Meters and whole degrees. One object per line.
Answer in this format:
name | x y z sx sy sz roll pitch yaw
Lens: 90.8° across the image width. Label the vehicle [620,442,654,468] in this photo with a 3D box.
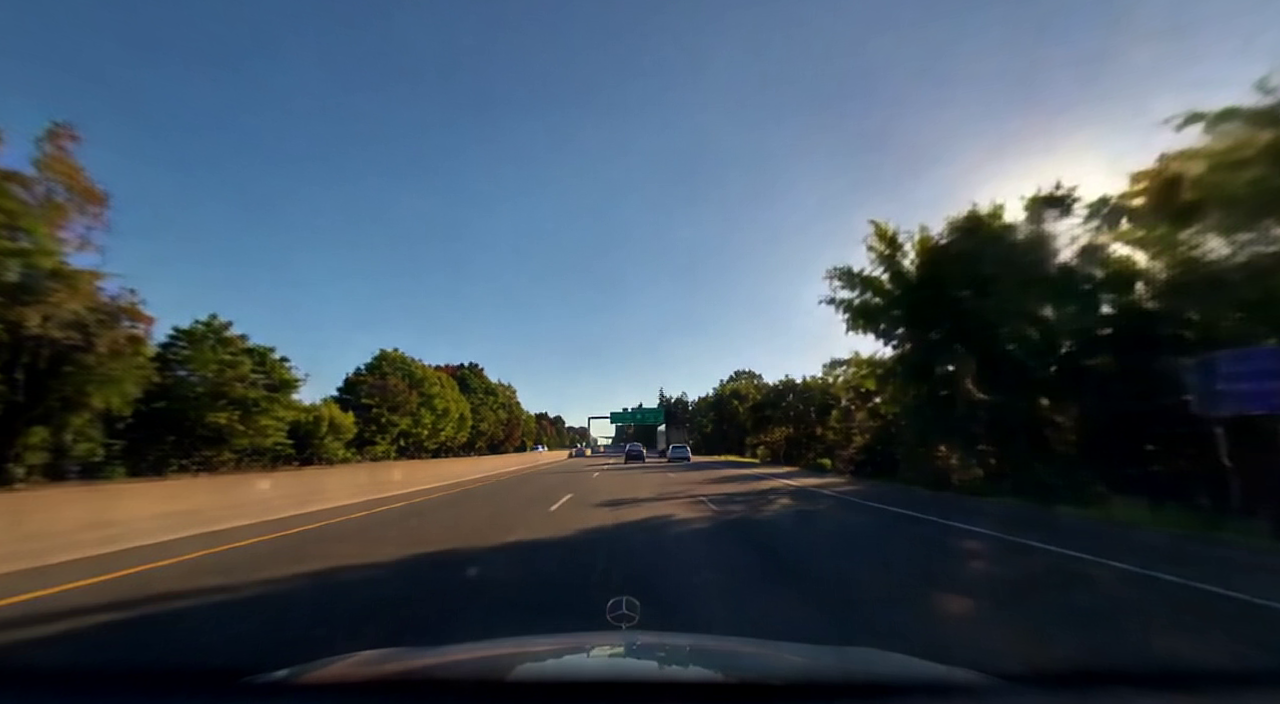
vehicle | -0.229 6.818 42.015 2.173 1.598 4.293 0 -9 -1
